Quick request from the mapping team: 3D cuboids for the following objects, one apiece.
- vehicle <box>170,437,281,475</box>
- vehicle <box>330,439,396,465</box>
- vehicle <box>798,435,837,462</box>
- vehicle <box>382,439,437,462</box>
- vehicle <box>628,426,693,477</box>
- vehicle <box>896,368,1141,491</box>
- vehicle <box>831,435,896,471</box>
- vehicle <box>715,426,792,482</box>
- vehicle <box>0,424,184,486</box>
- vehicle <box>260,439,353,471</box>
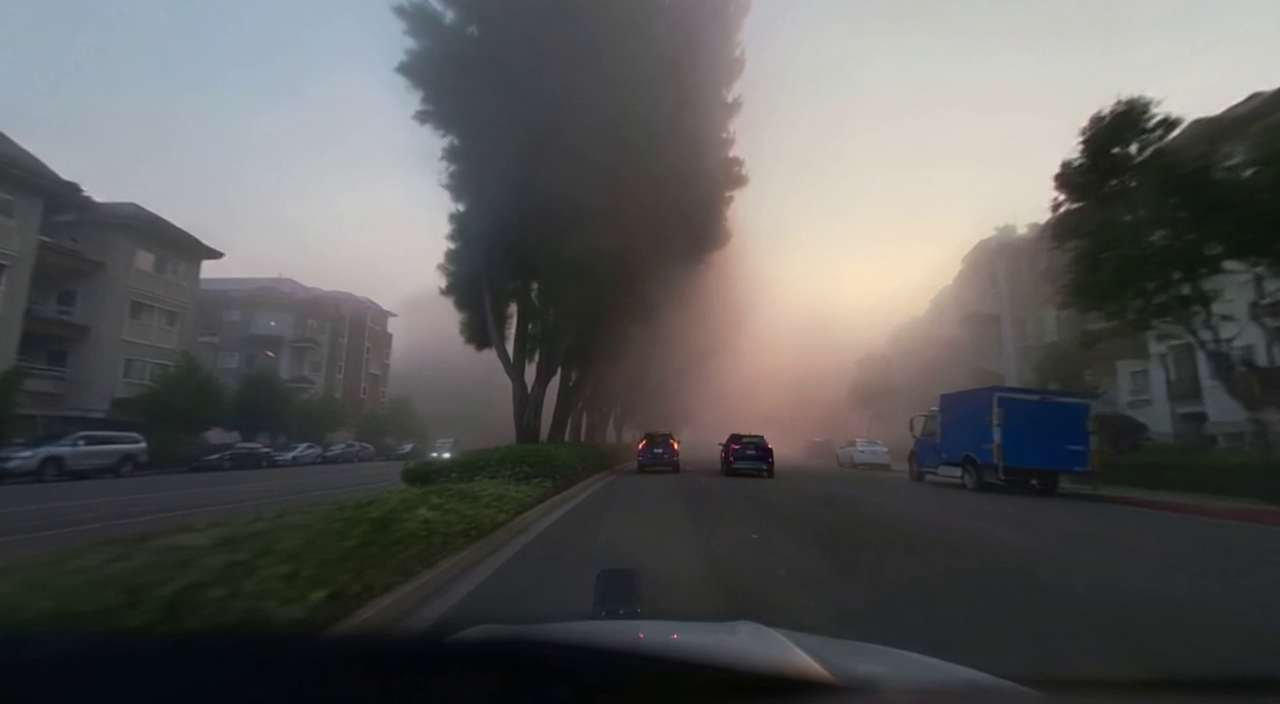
[{"bbox_3d":[-18.173,4.602,27.984,1.845,1.512,4.316,-2,-9,2],"label":"vehicle"},{"bbox_3d":[-17.401,6.389,39.911,1.849,1.455,4.606,-2,-11,4],"label":"vehicle"},{"bbox_3d":[12.954,7.065,46.380,1.938,1.860,4.690,-1,-8,6],"label":"vehicle"},{"bbox_3d":[-16.689,7.207,46.005,2.023,1.561,4.497,-3,-10,5],"label":"vehicle"},{"bbox_3d":[0.868,3.941,25.229,2.345,1.841,5.032,0,-8,3],"label":"vehicle"},{"bbox_3d":[11.350,2.575,20.149,3.705,3.221,6.779,-1,-9,3],"label":"vehicle"},{"bbox_3d":[11.891,5.373,33.939,2.080,1.744,4.889,0,-8,5],"label":"vehicle"},{"bbox_3d":[3.985,3.660,22.954,2.033,1.823,4.409,0,-8,1],"label":"vehicle"},{"bbox_3d":[-18.542,3.444,20.942,2.272,1.746,5.914,-1,-10,2],"label":"vehicle"},{"bbox_3d":[-17.711,5.508,33.873,1.951,1.513,5.107,-3,-9,4],"label":"vehicle"}]
